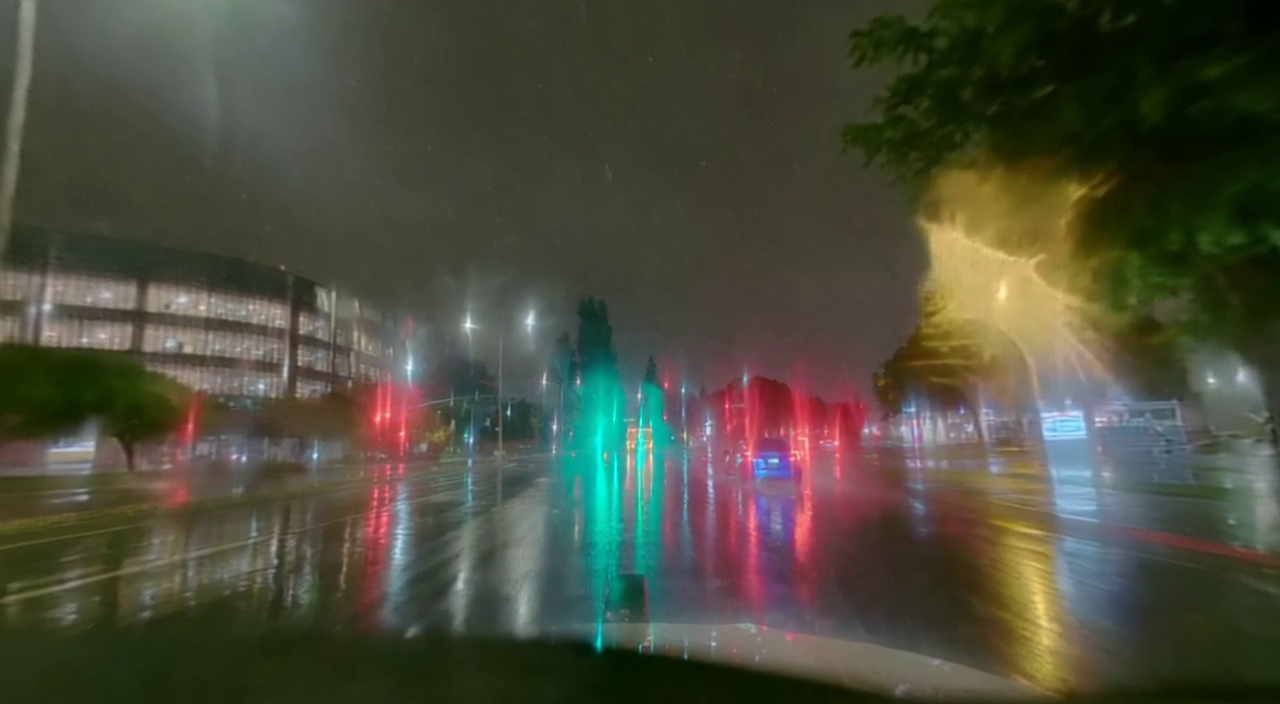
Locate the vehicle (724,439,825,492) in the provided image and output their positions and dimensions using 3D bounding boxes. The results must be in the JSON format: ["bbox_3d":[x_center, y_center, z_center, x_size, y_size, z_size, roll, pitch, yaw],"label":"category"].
[{"bbox_3d":[4.005,3.461,19.682,2.005,1.442,4.675,0,-8,-1],"label":"vehicle"}]
